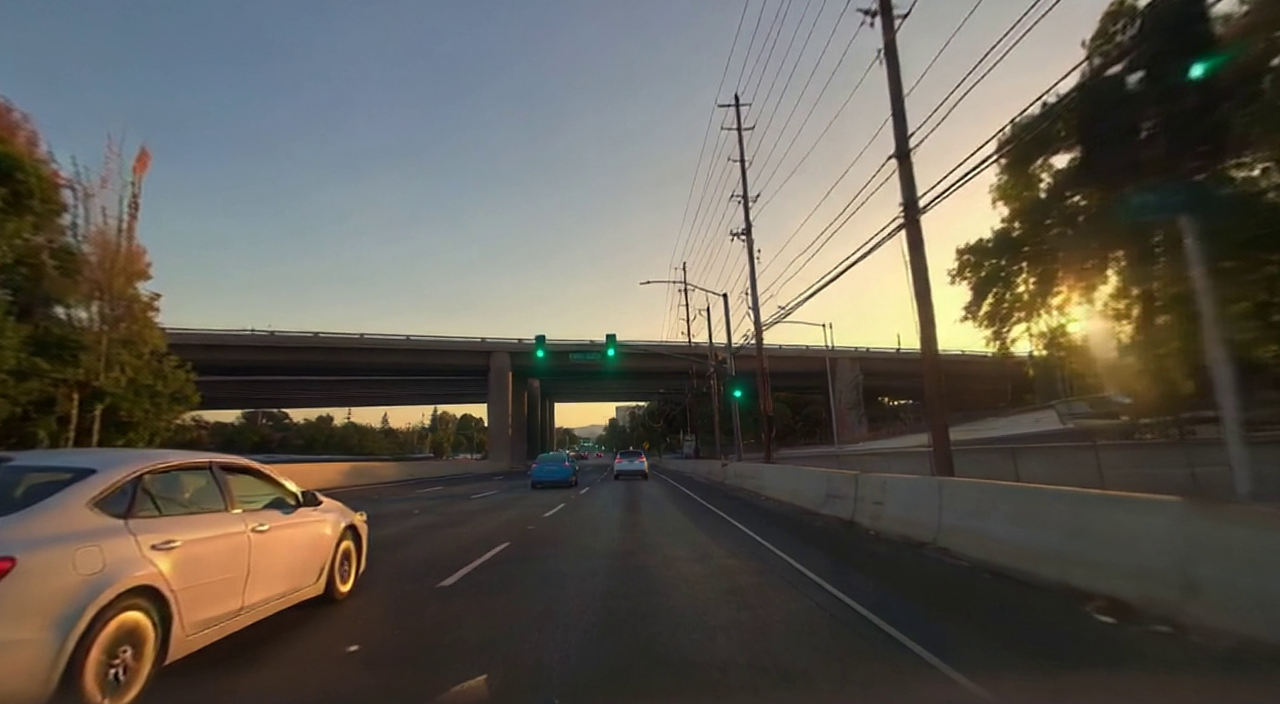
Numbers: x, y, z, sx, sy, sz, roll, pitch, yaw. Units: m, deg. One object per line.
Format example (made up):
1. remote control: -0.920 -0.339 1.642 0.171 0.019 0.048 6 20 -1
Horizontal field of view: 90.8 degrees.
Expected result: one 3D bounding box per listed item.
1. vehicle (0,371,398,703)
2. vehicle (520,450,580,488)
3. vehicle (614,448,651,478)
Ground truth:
1. vehicle: -3.504 1.200 4.402 1.925 1.666 4.271 0 -8 0
2. vehicle: -3.778 4.976 27.167 1.946 1.437 4.154 0 -8 0
3. vehicle: -0.443 6.328 36.221 1.985 1.565 3.968 0 -8 -1
